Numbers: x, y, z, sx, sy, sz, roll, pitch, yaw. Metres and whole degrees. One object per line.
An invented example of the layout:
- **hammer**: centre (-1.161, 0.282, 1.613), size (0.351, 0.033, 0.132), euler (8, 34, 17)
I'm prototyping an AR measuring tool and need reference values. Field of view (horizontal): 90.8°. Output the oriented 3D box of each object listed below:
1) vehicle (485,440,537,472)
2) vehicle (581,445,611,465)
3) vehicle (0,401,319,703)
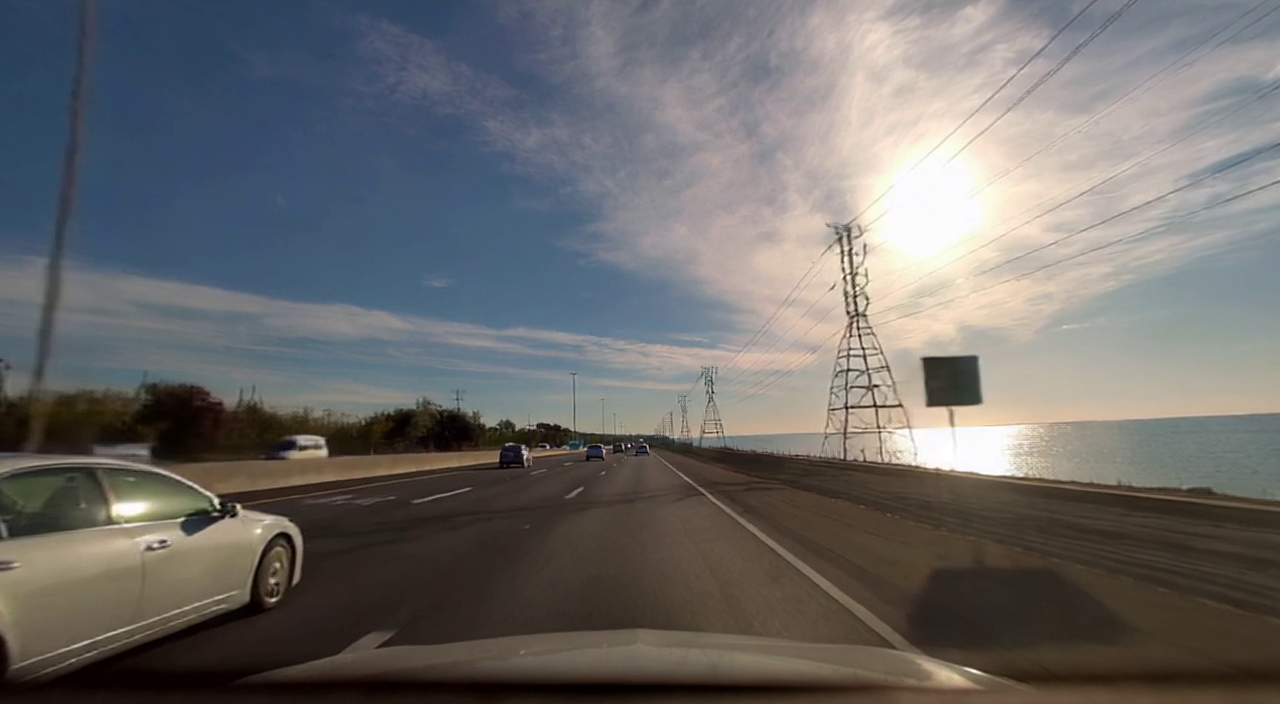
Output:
- **vehicle**: centre (-7.414, 6.036, 36.816), size (2.050, 1.717, 4.418), euler (0, -8, 1)
- **vehicle**: centre (-3.417, 8.082, 49.659), size (1.957, 1.494, 4.207), euler (0, -8, 1)
- **vehicle**: centre (-3.630, 0.995, 2.812), size (2.015, 1.501, 4.454), euler (0, -8, 1)
